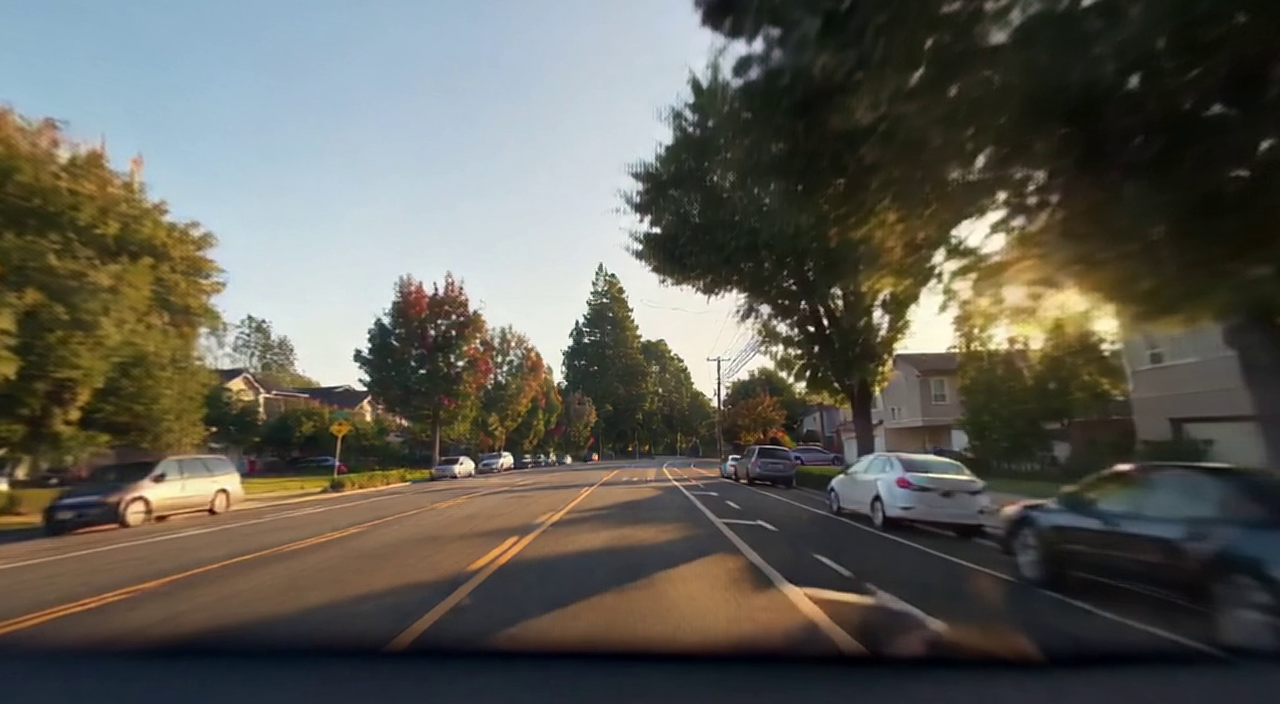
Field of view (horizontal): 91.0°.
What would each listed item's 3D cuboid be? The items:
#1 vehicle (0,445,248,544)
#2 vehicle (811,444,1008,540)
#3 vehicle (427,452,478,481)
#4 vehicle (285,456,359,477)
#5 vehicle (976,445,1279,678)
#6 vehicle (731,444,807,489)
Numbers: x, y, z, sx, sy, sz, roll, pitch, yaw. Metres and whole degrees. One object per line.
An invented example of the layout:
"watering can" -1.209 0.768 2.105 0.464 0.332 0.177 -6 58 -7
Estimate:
"vehicle" -12.049 3.290 15.289 2.116 1.875 4.675 -3 -9 -1
"vehicle" 4.959 2.600 12.400 1.978 1.529 4.357 0 -9 1
"vehicle" -12.051 7.385 40.715 1.907 1.612 4.594 -3 -10 1
"vehicle" -23.255 8.378 46.121 4.326 1.468 2.025 0 -9 2
"vehicle" 5.035 1.543 5.366 1.924 1.471 4.259 0 -9 -1
"vehicle" 5.120 4.624 25.823 2.009 1.649 5.156 0 -9 0
